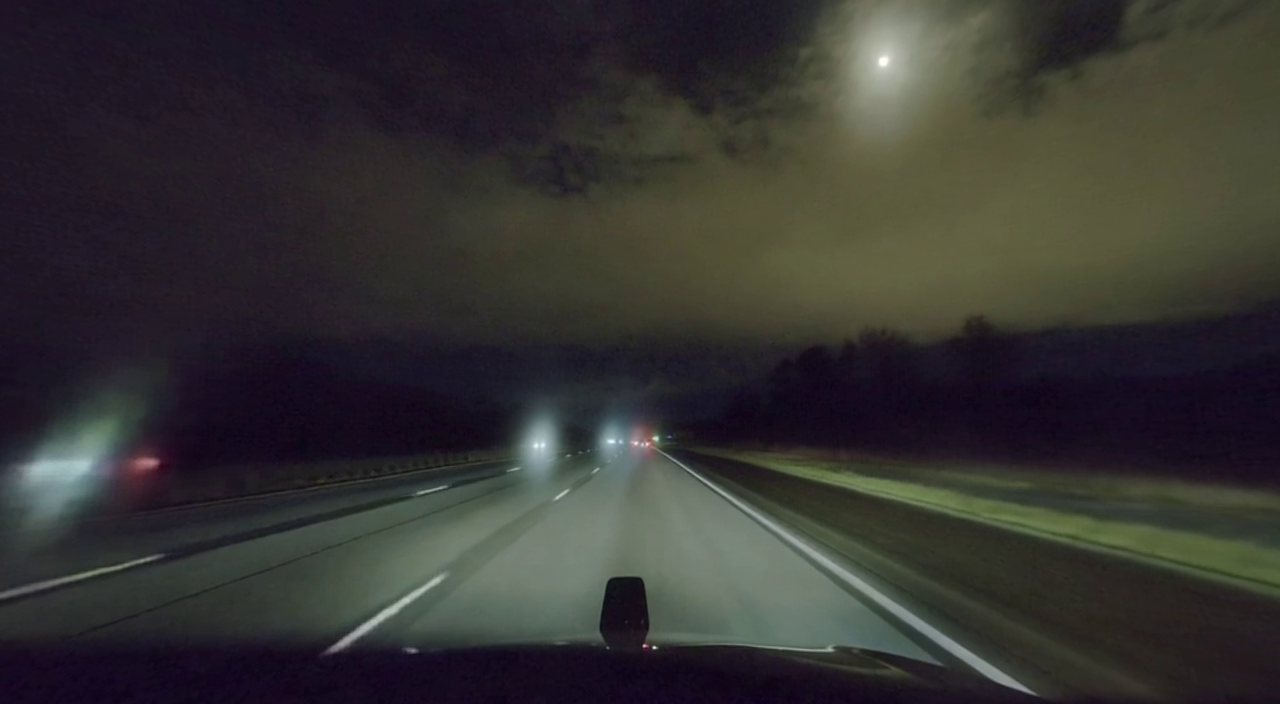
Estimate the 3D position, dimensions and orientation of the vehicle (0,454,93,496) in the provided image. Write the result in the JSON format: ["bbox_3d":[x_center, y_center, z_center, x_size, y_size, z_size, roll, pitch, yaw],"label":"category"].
[{"bbox_3d":[-25.146,4.958,25.529,1.856,1.497,4.413,0,-8,1],"label":"vehicle"}]
